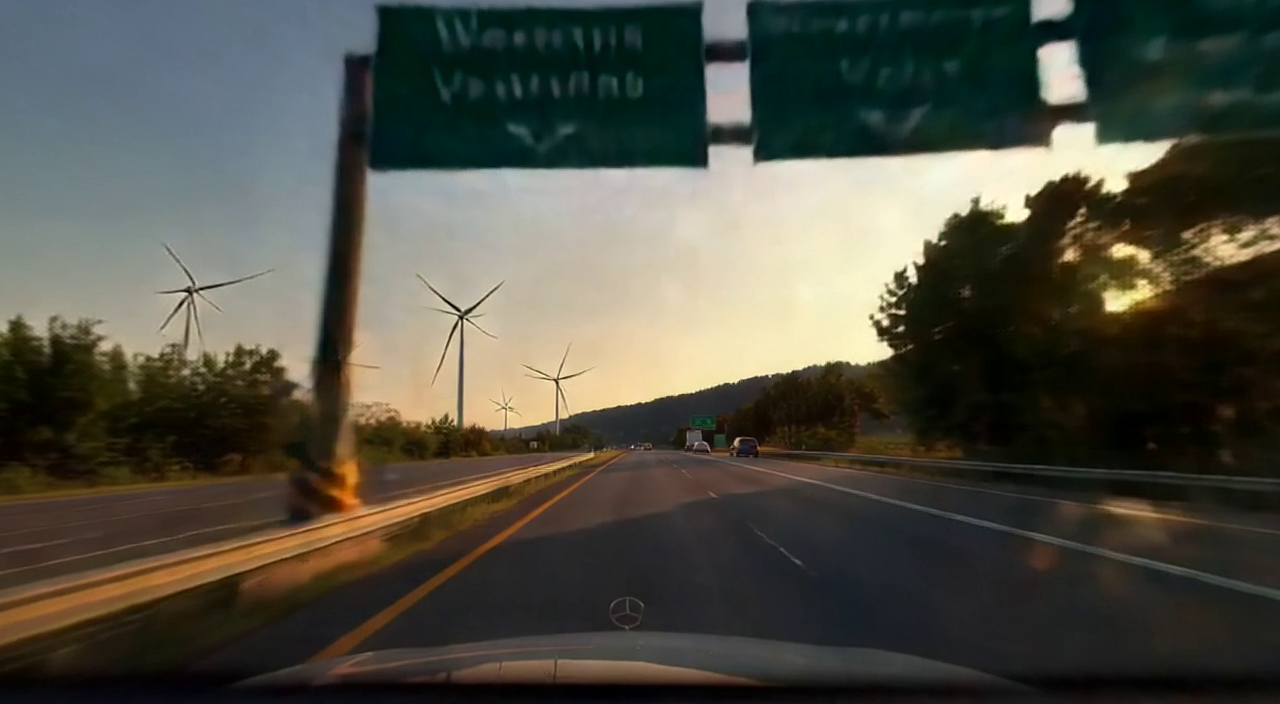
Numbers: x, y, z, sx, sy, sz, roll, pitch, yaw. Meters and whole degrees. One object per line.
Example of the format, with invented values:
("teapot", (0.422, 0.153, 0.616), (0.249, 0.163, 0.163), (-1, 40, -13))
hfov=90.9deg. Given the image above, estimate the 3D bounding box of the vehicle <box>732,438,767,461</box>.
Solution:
("vehicle", (8.493, 7.635, 49.349), (1.897, 1.669, 4.825), (0, -9, 0))
